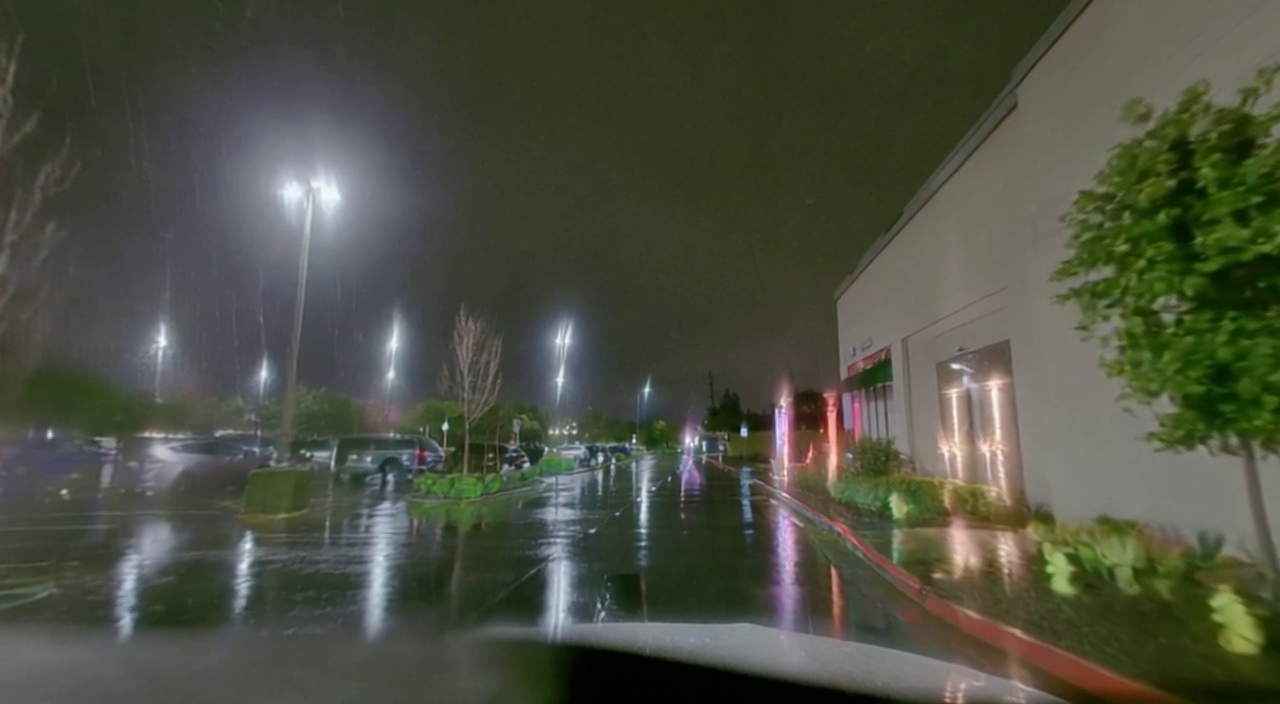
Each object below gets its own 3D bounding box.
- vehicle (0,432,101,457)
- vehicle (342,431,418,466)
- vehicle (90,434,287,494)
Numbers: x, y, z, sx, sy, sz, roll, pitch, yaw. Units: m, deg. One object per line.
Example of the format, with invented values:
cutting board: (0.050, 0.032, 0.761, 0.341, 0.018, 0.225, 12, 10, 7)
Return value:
vehicle: (-36.701, 5.795, 39.429, 1.858, 1.449, 4.296, -1, -8, 10)
vehicle: (-15.196, 5.666, 37.177, 1.972, 1.923, 4.535, -1, -8, 9)
vehicle: (-12.327, 3.075, 17.716, 1.847, 1.443, 4.484, -1, -8, 7)
